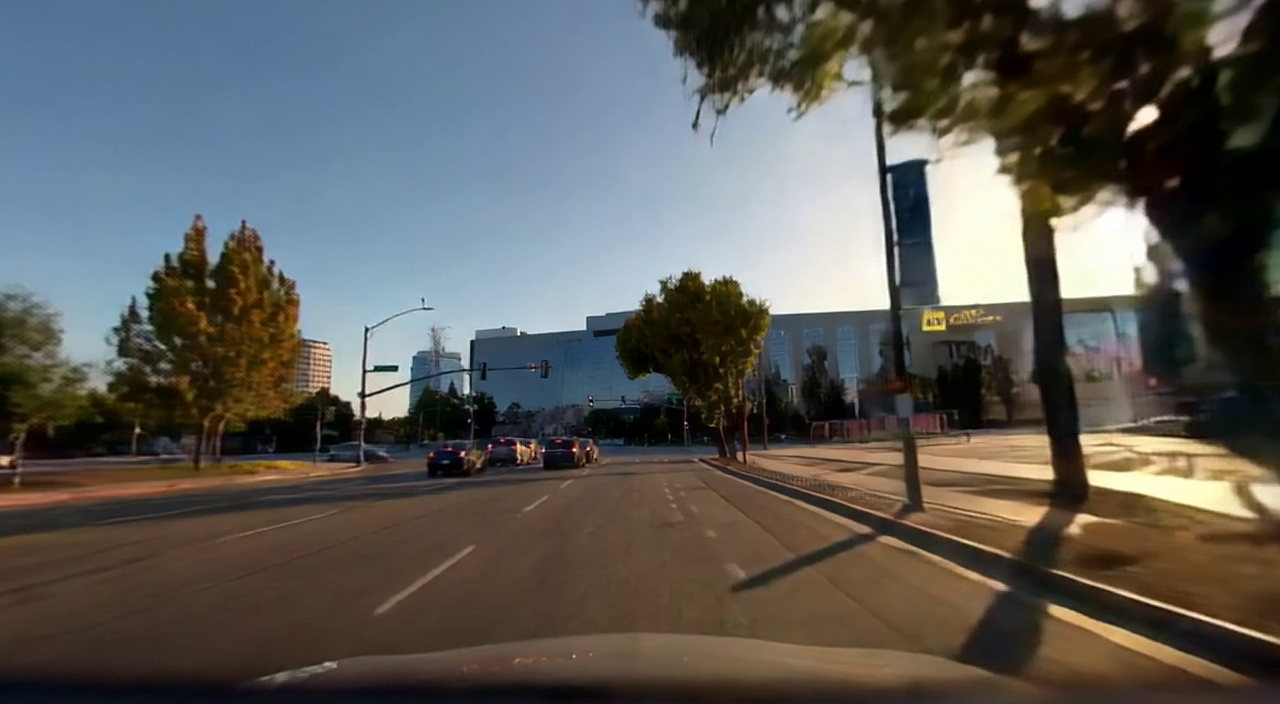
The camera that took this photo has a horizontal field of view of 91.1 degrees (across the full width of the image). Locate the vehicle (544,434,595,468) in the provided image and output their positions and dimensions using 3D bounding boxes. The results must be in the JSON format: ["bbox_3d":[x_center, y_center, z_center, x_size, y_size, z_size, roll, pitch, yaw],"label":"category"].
[{"bbox_3d":[-3.628,5.176,32.934,2.043,1.636,4.320,0,-8,2],"label":"vehicle"}]

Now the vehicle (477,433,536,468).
[{"bbox_3d":[-7.470,5.582,35.762,2.152,1.813,4.751,0,-8,2],"label":"vehicle"}]

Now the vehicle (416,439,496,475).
[{"bbox_3d":[-7.938,4.571,27.548,2.030,1.440,4.464,0,-8,2],"label":"vehicle"}]
